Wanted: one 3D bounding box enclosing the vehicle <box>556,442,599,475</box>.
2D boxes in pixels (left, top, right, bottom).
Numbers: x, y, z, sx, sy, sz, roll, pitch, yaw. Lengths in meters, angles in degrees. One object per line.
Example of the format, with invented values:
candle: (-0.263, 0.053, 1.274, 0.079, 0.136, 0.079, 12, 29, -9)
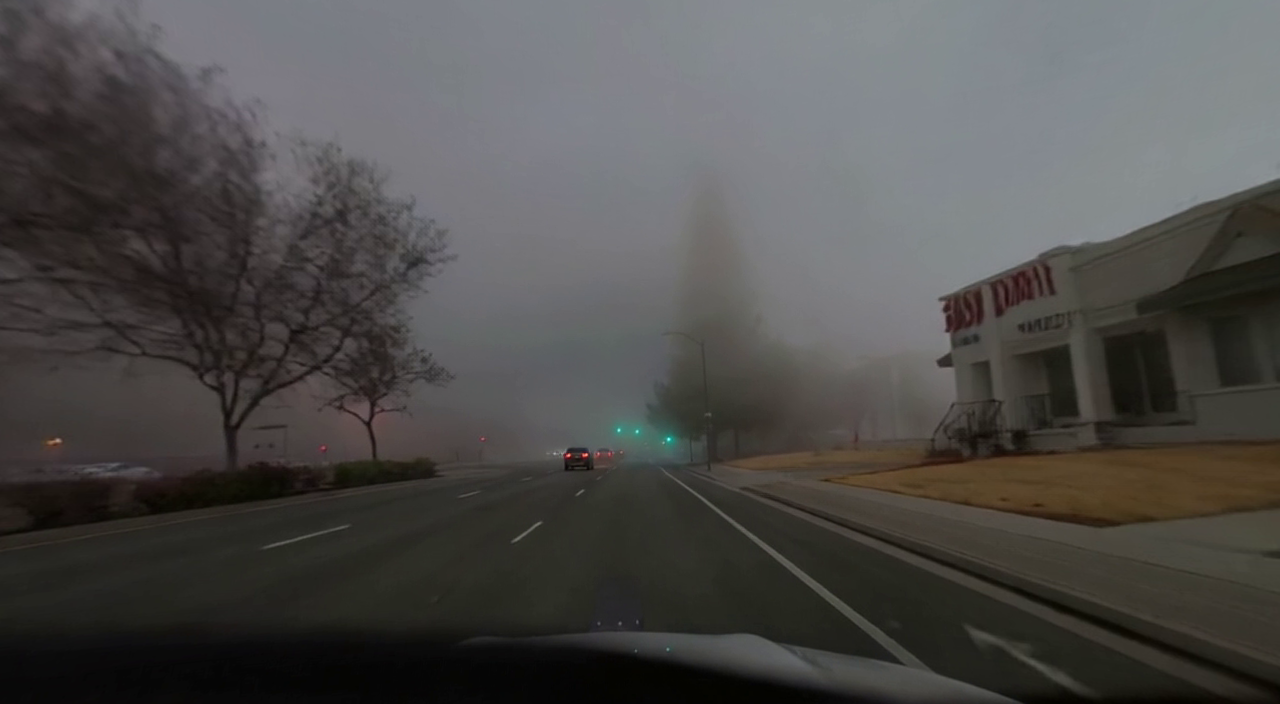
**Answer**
vehicle: (-3.508, 6.042, 36.023, 1.959, 1.741, 4.141, 0, -8, 1)
